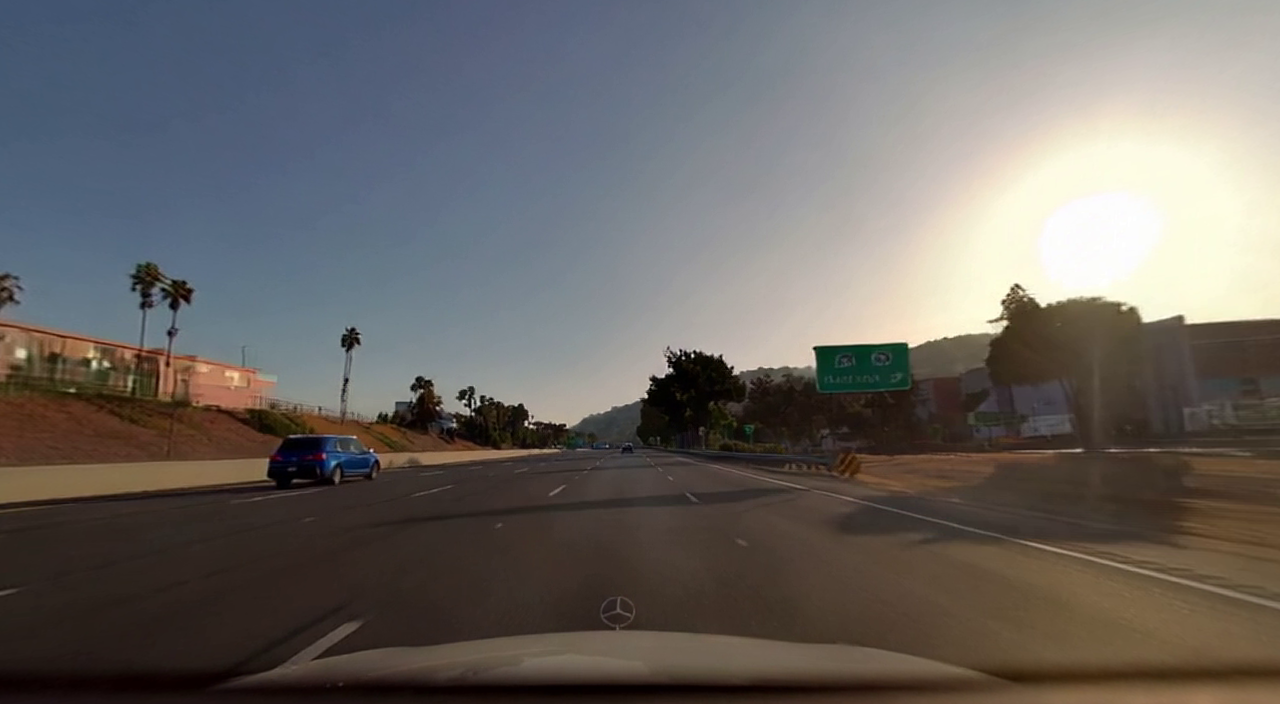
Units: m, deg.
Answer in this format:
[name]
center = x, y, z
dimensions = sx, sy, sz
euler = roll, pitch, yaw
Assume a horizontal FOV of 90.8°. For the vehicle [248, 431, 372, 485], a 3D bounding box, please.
[vehicle]
center = -11.776, 3.813, 22.974
dimensions = 2.016, 1.754, 4.543
euler = 0, -8, 0
